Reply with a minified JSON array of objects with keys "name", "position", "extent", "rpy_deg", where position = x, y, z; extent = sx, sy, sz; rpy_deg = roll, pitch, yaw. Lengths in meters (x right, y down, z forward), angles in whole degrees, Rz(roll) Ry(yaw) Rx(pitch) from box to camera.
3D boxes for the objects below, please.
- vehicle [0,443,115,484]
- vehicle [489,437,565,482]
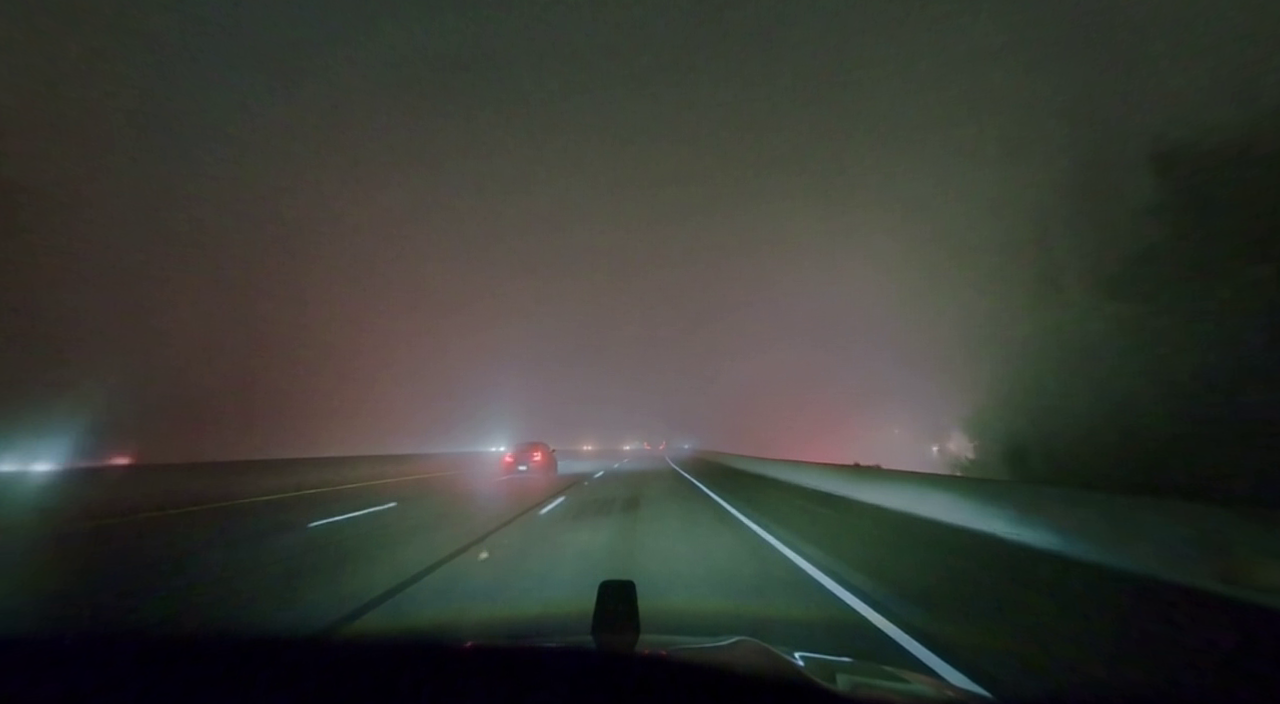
[{"name":"vehicle","position":[-23.509,4.411,25.177],"extent":[1.844,1.496,3.571],"rpy_deg":[0,-9,0]},{"name":"vehicle","position":[-4.173,4.081,24.022],"extent":[1.961,1.540,4.487],"rpy_deg":[0,-9,1]}]
